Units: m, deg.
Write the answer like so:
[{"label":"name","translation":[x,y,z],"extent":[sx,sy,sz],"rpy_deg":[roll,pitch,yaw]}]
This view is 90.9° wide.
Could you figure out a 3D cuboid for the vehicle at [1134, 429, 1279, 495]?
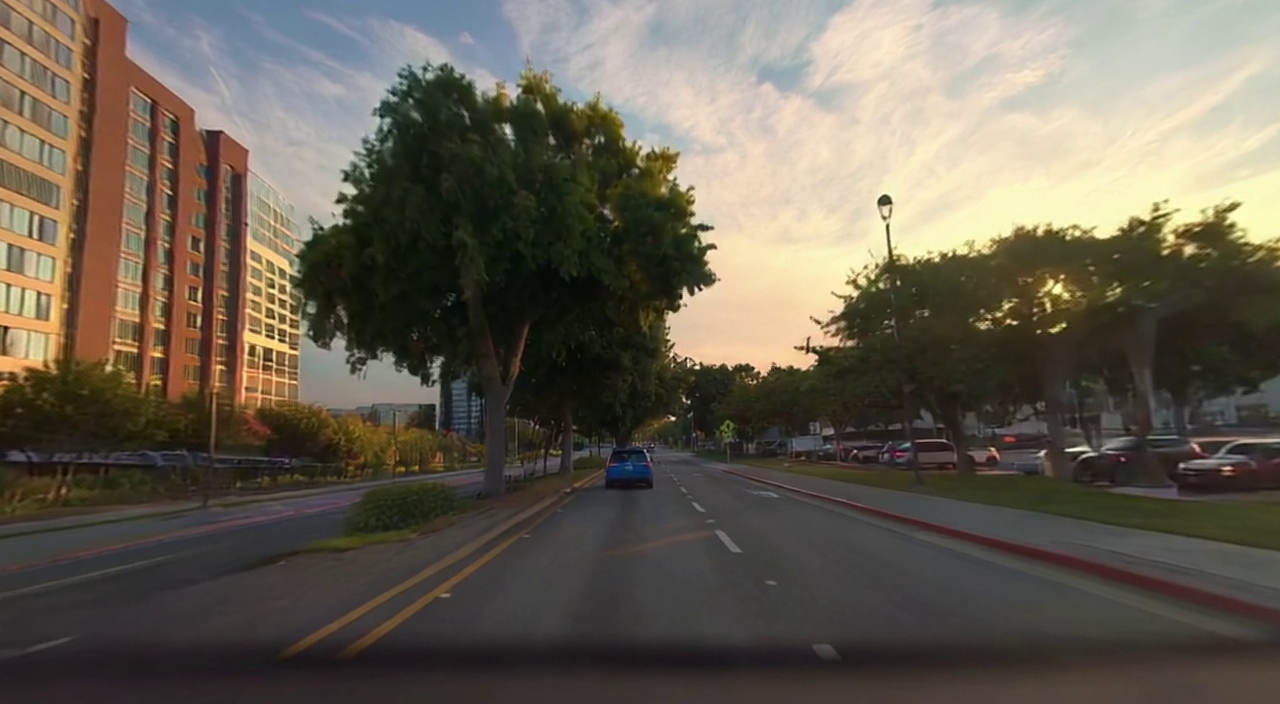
[{"label":"vehicle","translation":[14.607,2.609,15.131],"extent":[3.765,1.449,1.955],"rpy_deg":[0,-9,0]}]

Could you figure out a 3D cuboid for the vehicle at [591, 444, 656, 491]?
[{"label":"vehicle","translation":[-0.570,3.990,22.123],"extent":[2.063,1.442,4.135],"rpy_deg":[0,-9,-1]}]

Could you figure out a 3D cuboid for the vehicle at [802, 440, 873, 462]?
[{"label":"vehicle","translation":[13.961,7.013,44.754],"extent":[4.330,1.457,1.938],"rpy_deg":[-1,-9,1]}]
